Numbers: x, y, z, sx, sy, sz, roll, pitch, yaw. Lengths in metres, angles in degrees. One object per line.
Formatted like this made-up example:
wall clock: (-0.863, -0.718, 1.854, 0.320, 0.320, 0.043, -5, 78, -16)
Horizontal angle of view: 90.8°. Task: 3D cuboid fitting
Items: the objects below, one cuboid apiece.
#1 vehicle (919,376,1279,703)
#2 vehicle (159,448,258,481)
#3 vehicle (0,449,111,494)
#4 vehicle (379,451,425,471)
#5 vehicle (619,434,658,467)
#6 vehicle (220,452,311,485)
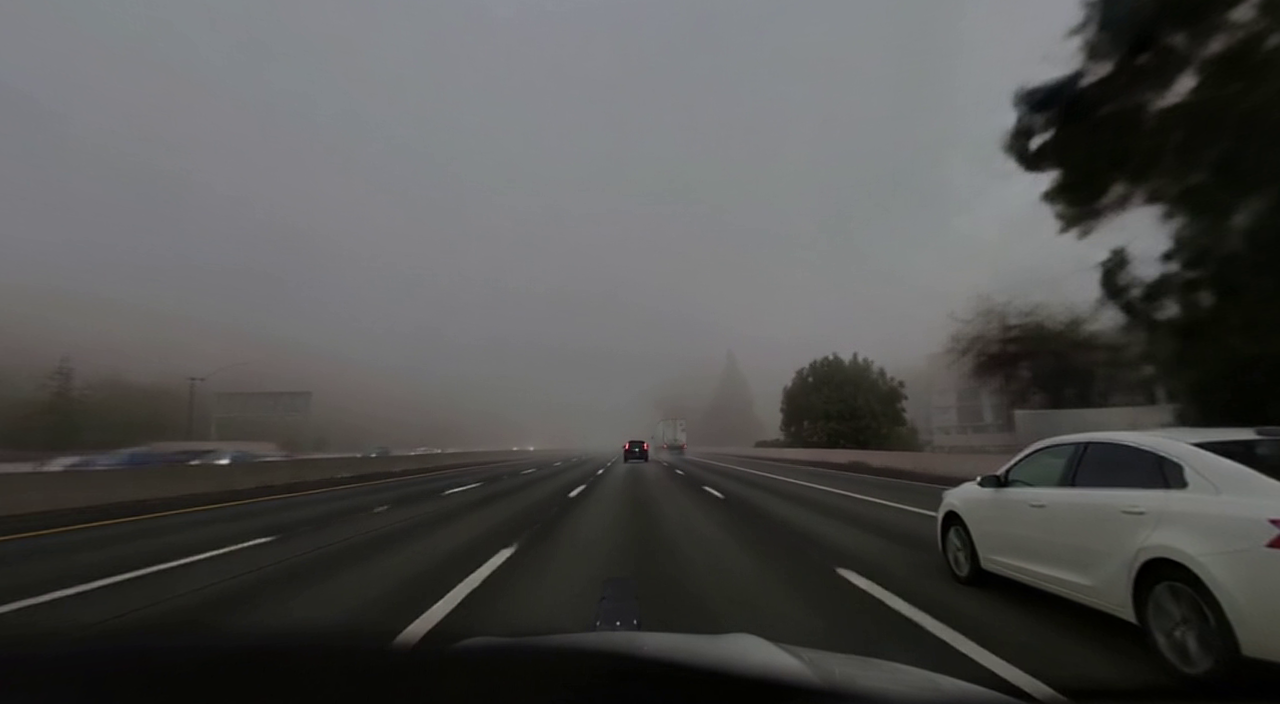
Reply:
vehicle: (3.793, 1.103, 4.084, 1.950, 1.596, 4.326, 0, -8, 0)
vehicle: (-21.690, 5.659, 32.000, 1.855, 1.501, 4.508, 0, -8, -1)
vehicle: (-24.797, 4.822, 25.931, 1.970, 1.642, 4.831, 0, -8, 0)
vehicle: (-18.252, 8.349, 48.600, 1.845, 1.436, 4.446, 0, -8, -1)
vehicle: (-0.121, 6.134, 39.295, 2.297, 1.912, 4.355, 0, -8, -1)
vehicle: (-18.000, 5.572, 30.623, 1.807, 1.421, 4.310, 0, -8, 0)
